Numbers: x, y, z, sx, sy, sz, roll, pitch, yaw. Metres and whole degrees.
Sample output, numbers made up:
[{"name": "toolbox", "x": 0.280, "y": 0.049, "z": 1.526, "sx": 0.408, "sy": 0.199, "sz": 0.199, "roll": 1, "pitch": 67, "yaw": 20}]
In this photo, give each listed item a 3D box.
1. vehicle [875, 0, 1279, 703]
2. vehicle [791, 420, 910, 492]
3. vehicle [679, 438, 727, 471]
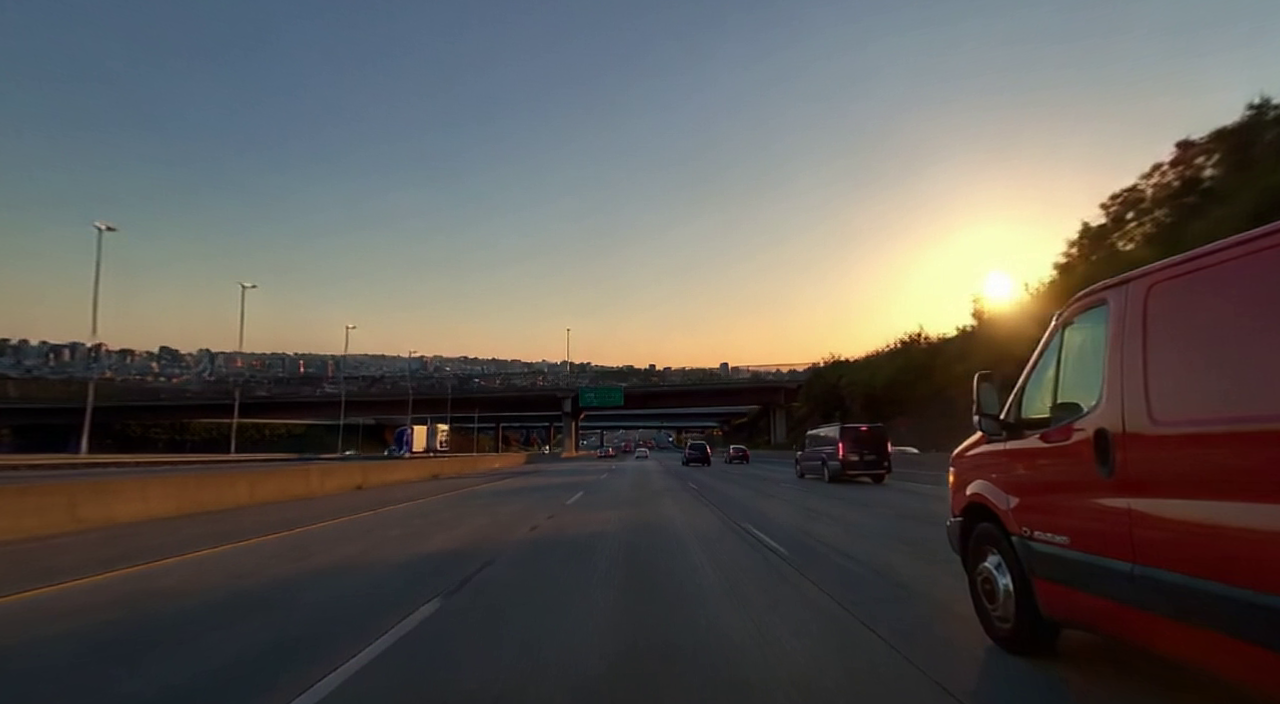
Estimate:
[{"name": "vehicle", "x": 3.173, "y": 0.231, "z": 1.648, "sx": 2.436, "sy": 2.745, "sz": 7.034, "roll": 0, "pitch": -8, "yaw": 1}, {"name": "vehicle", "x": 7.210, "y": 3.630, "z": 22.354, "sx": 2.301, "sy": 2.203, "sz": 5.419, "roll": 0, "pitch": -8, "yaw": 0}, {"name": "vehicle", "x": 4.065, "y": 6.715, "z": 41.614, "sx": 2.464, "sy": 1.961, "sz": 5.520, "roll": 0, "pitch": -8, "yaw": -1}]
